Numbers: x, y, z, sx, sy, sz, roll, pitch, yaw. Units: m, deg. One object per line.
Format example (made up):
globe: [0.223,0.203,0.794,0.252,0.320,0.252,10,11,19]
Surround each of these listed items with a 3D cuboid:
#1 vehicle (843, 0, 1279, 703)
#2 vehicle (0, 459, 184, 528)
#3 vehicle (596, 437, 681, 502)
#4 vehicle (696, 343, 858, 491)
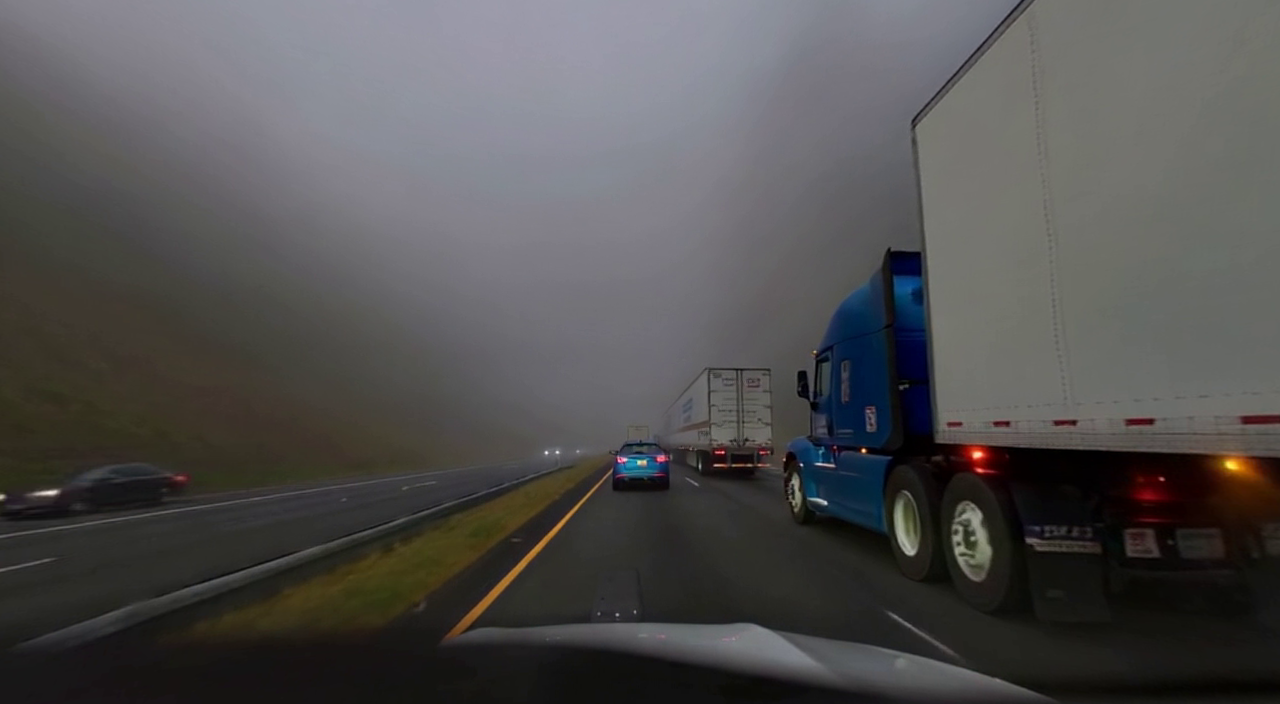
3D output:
vehicle: [4.366,-0.823,0.294,3.410,4.438,14.410,0,-8,-1]
vehicle: [-15.132,3.762,17.233,2.081,1.476,4.233,-1,-8,0]
vehicle: [-0.074,3.091,17.001,2.045,1.507,3.763,0,-8,-1]
vehicle: [4.327,2.509,22.916,3.235,4.197,9.908,0,-8,-2]
